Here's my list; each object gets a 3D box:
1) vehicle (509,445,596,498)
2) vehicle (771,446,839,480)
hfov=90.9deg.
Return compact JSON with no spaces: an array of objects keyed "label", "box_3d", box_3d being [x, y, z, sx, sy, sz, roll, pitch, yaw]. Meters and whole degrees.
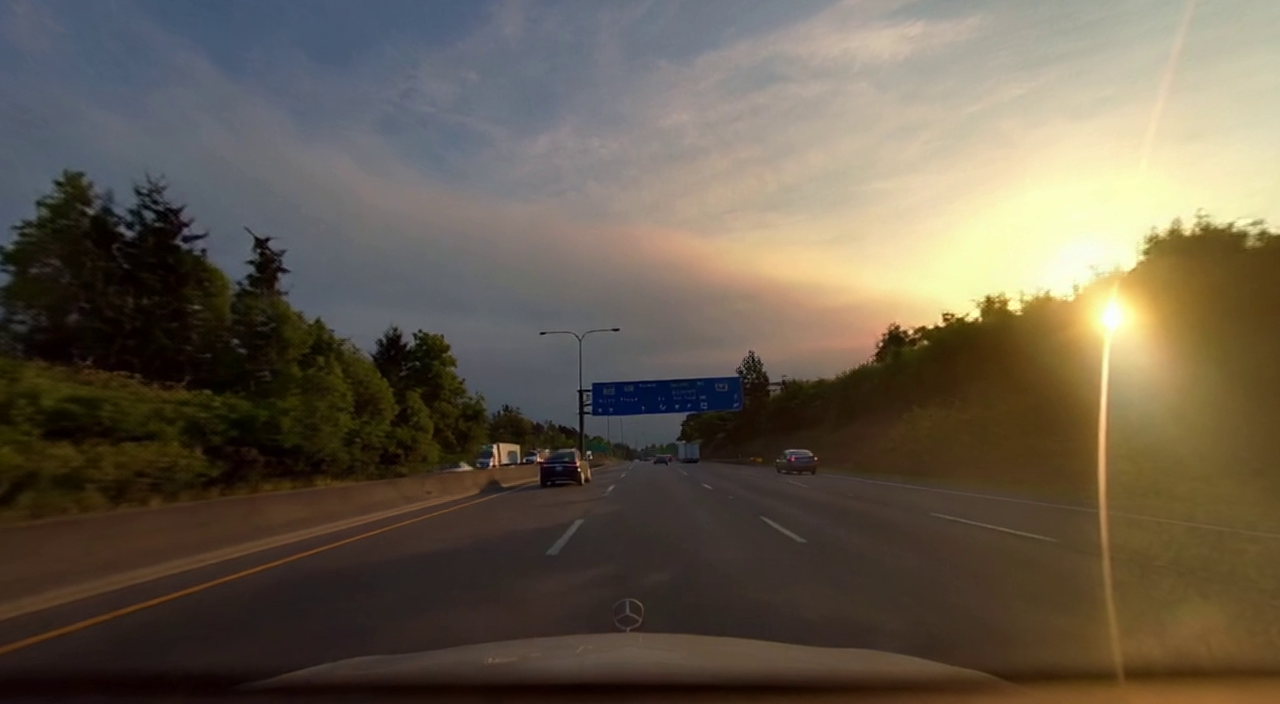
[{"label":"vehicle","box_3d":[-2.776,3.910,21.075,2.191,1.563,4.318,0,-9,1]},{"label":"vehicle","box_3d":[7.771,5.270,30.101,1.943,1.493,4.507,0,-9,-1]}]
